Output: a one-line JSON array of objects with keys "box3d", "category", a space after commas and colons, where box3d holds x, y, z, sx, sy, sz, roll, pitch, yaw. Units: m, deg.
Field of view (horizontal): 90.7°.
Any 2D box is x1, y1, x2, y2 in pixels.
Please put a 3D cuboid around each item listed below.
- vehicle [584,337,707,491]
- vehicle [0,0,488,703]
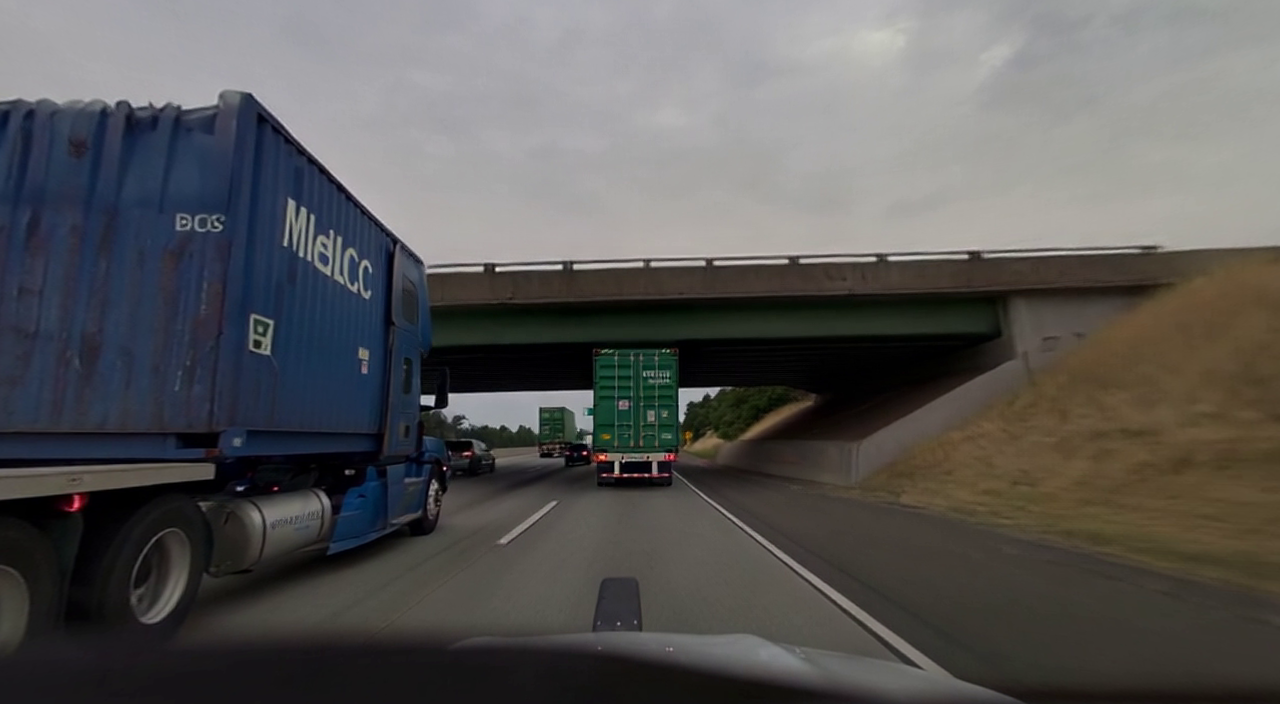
[{"box3d": [0.011, 2.237, 21.215, 3.357, 4.212, 7.519, 0, -9, -2], "category": "vehicle"}, {"box3d": [-3.646, 0.042, 4.889, 3.187, 3.949, 6.963, 0, -9, 0], "category": "vehicle"}]
